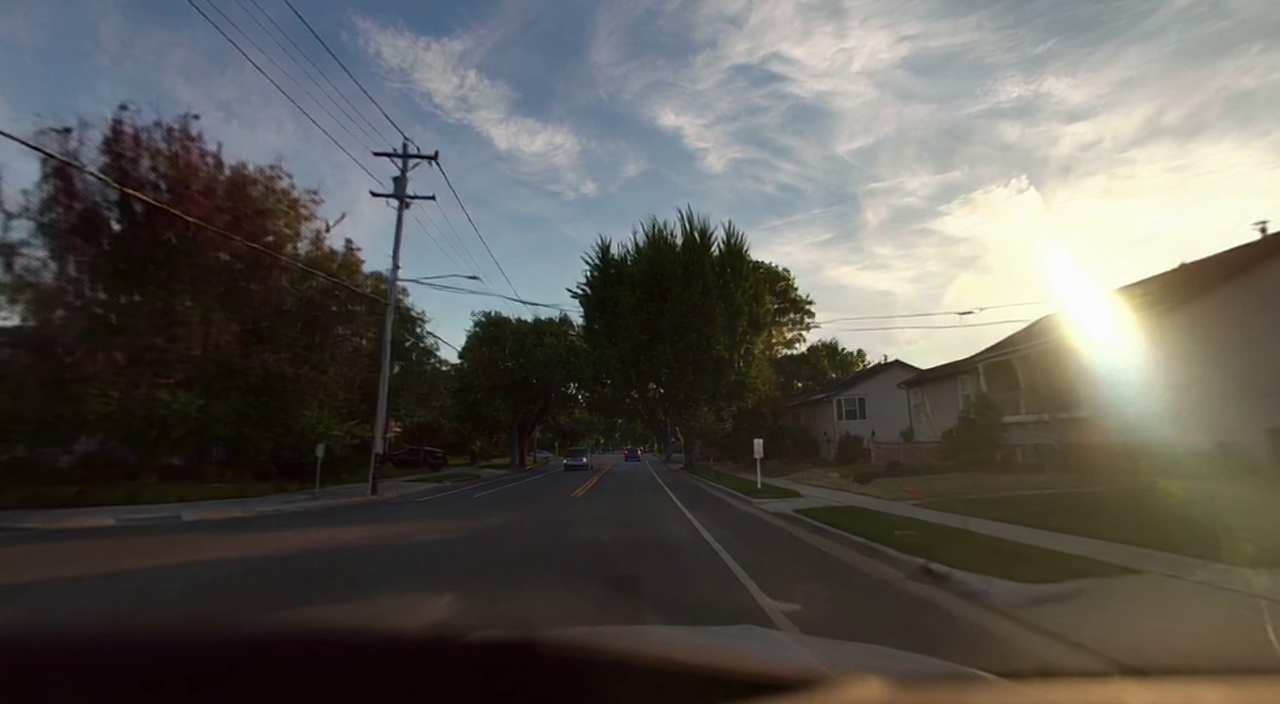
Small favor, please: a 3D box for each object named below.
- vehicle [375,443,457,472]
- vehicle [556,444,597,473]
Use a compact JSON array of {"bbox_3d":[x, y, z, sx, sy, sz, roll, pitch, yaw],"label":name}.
[{"bbox_3d":[-14.861,7.013,42.113,4.662,1.832,2.063,1,-9,-5],"label":"vehicle"},{"bbox_3d":[-4.059,6.912,41.170,2.145,1.762,4.960,0,-9,0],"label":"vehicle"}]
